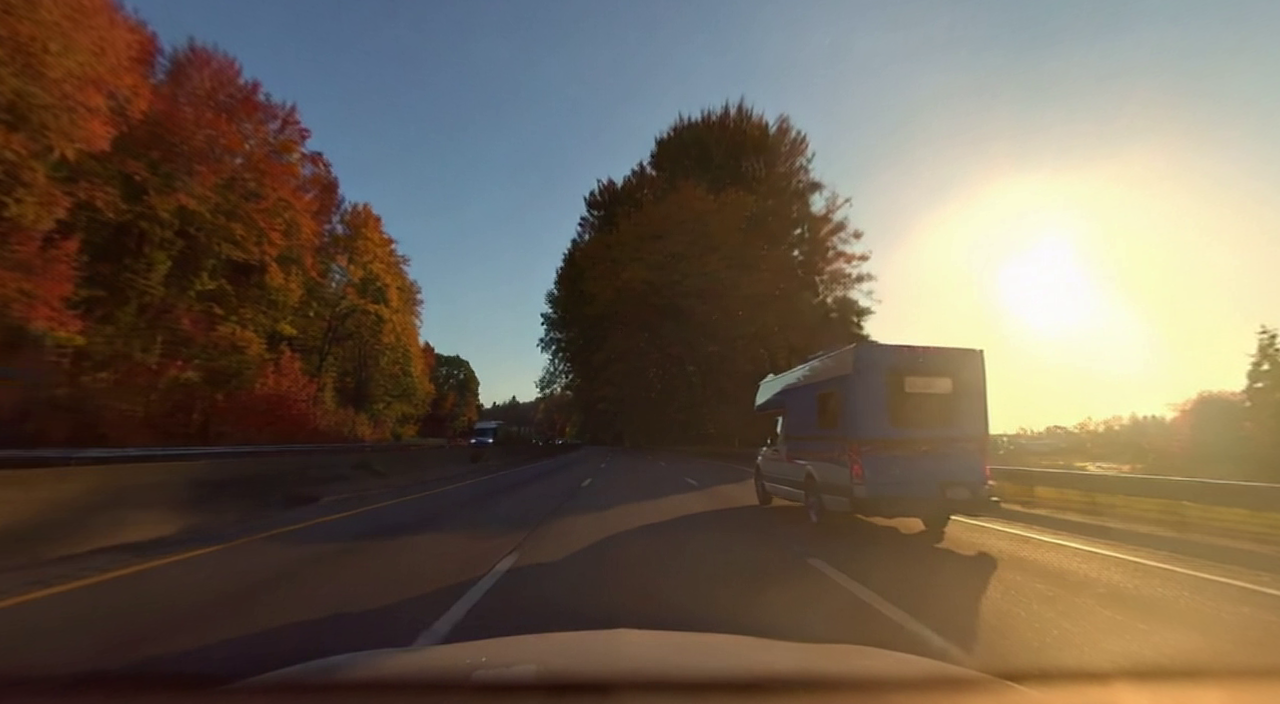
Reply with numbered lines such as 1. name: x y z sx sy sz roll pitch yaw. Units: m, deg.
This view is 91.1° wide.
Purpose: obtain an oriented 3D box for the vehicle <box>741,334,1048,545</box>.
1. vehicle: 4.036 1.656 12.192 2.815 2.876 7.101 0 -8 -1
